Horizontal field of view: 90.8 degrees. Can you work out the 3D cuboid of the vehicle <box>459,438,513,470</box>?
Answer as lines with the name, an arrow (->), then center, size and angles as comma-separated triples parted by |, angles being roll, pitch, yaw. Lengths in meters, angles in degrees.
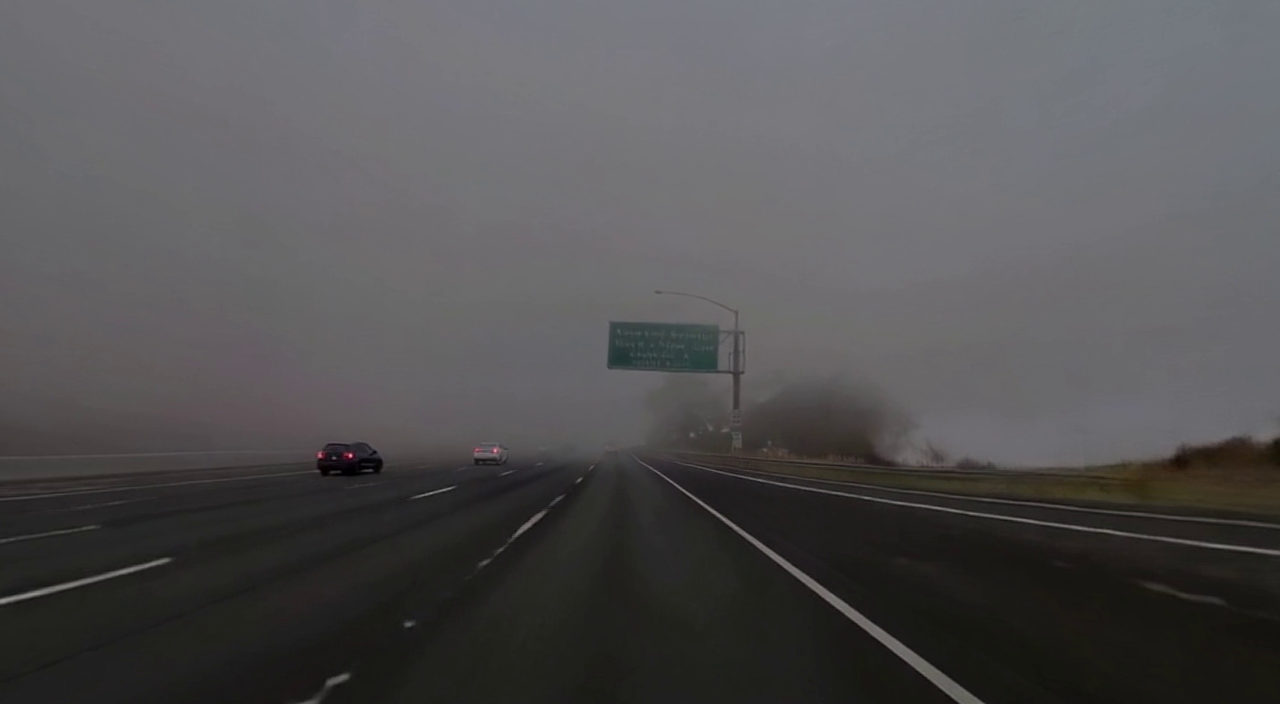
vehicle -> -8.859, 5.876, 36.643 | 2.104, 1.715, 4.319 | 0, -9, -1

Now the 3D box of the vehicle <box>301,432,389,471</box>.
vehicle -> -15.865, 5.395, 34.366 | 2.240, 1.953, 5.452 | 0, -9, -2
